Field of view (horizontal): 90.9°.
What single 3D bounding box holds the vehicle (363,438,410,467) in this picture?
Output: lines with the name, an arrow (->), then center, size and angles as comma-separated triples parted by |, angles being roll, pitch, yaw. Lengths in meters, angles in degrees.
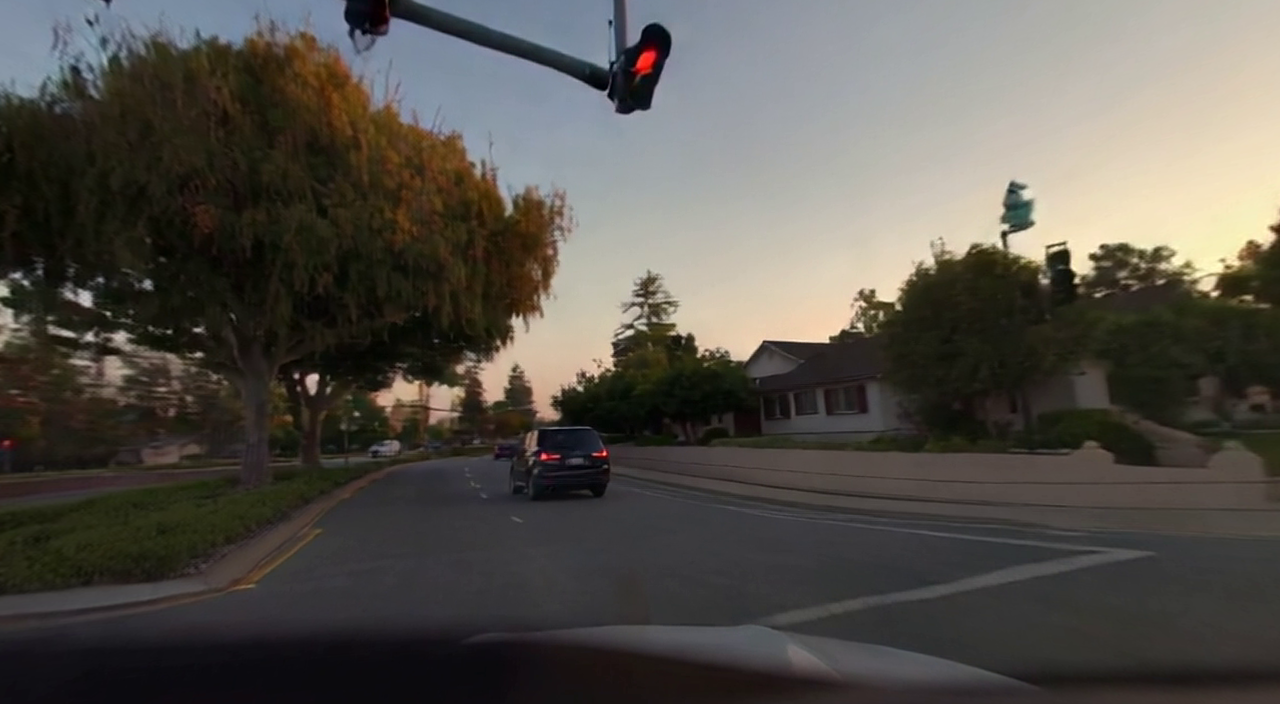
vehicle -> -16.134, 6.411, 40.295 | 2.063, 1.721, 4.261 | 2, -8, -12

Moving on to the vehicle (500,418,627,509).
vehicle -> -2.062, 2.662, 15.564 | 2.141, 1.833, 4.704 | 3, -9, -19
